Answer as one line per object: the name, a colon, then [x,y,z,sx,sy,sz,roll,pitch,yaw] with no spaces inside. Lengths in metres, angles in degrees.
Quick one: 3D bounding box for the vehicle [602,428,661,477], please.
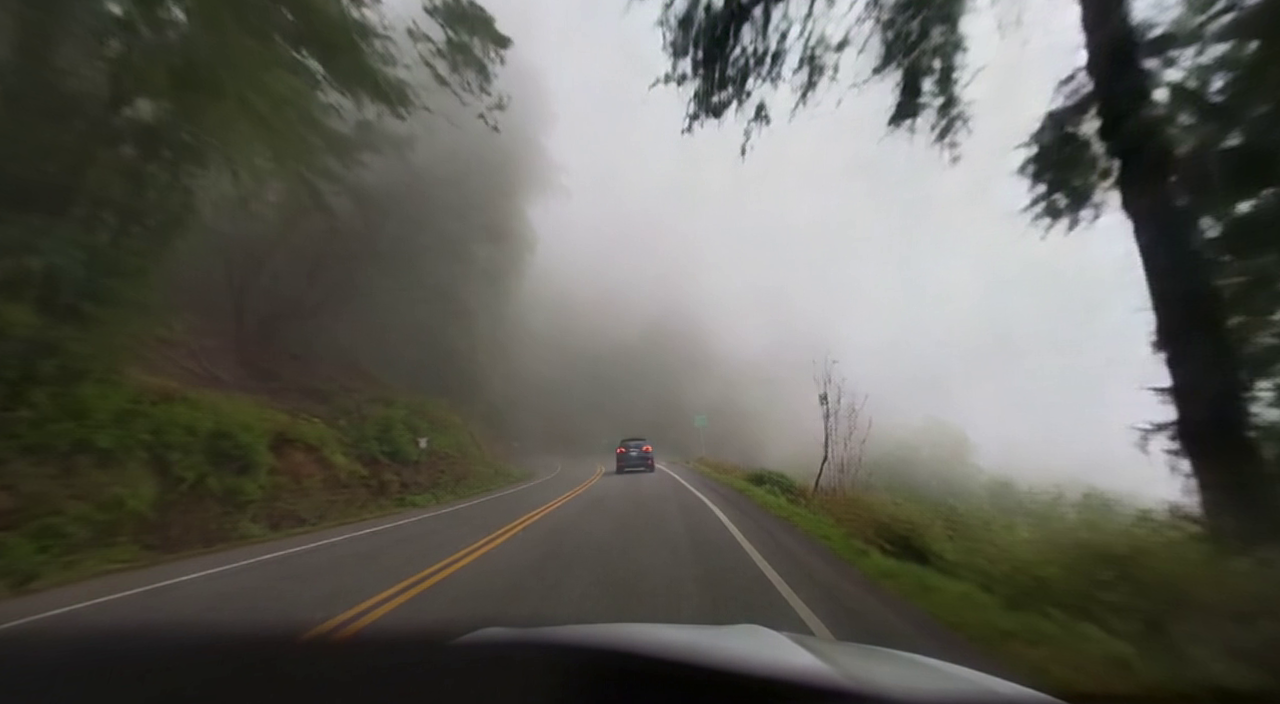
vehicle: [-0.445,4.899,31.016,2.469,1.953,5.605,-5,-8,-2]
